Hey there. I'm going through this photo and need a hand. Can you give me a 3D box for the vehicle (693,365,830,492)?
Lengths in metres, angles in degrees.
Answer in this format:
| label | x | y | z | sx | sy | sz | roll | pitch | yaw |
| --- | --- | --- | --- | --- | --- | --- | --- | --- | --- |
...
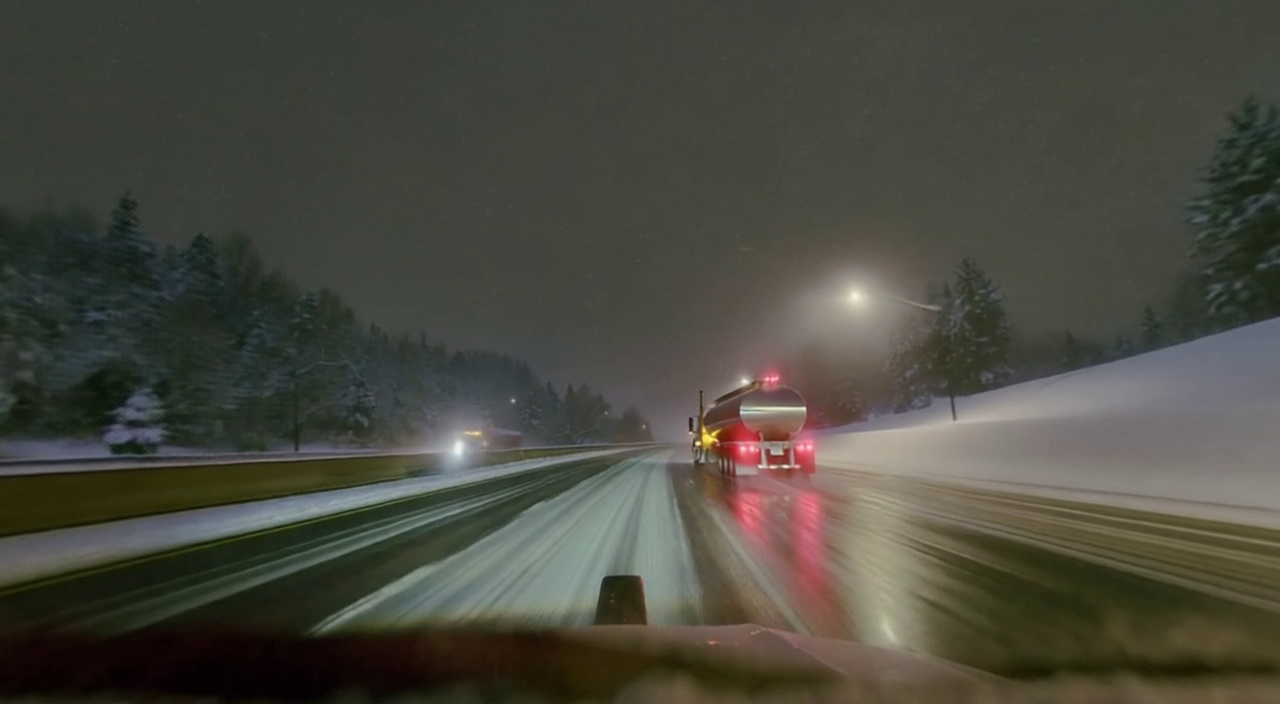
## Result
| label | x | y | z | sx | sy | sz | roll | pitch | yaw |
| --- | --- | --- | --- | --- | --- | --- | --- | --- | --- |
| vehicle | 4.076 | 3.235 | 25.315 | 2.880 | 3.624 | 14.397 | -1 | -8 | 1 |
